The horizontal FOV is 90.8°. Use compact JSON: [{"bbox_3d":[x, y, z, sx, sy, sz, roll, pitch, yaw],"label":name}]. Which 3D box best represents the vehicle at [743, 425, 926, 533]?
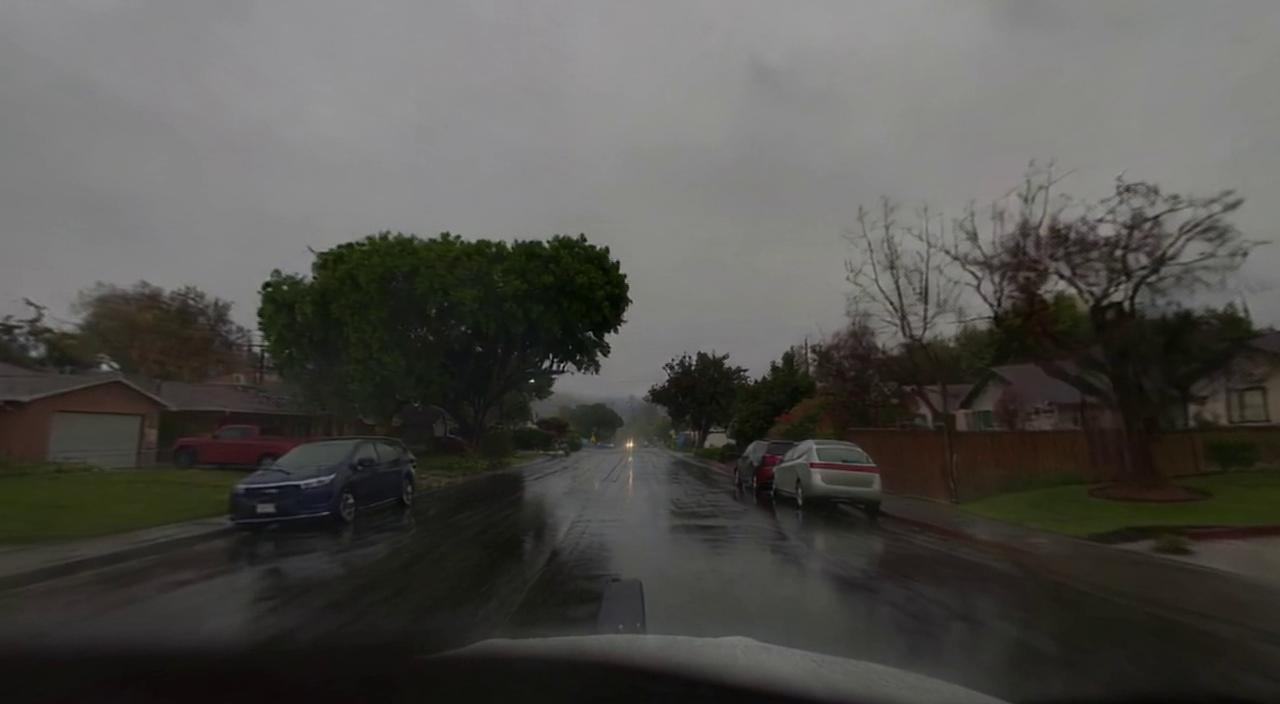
[{"bbox_3d":[3.536,2.404,12.578,2.033,1.730,4.554,0,-9,-2],"label":"vehicle"}]

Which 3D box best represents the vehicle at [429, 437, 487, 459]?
[{"bbox_3d":[-14.185,7.558,49.467,3.921,1.629,1.832,0,-10,2],"label":"vehicle"}]

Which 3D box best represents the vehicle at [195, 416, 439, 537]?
[{"bbox_3d":[-6.280,2.515,13.415,2.322,1.949,5.695,-1,-9,-2],"label":"vehicle"}]
